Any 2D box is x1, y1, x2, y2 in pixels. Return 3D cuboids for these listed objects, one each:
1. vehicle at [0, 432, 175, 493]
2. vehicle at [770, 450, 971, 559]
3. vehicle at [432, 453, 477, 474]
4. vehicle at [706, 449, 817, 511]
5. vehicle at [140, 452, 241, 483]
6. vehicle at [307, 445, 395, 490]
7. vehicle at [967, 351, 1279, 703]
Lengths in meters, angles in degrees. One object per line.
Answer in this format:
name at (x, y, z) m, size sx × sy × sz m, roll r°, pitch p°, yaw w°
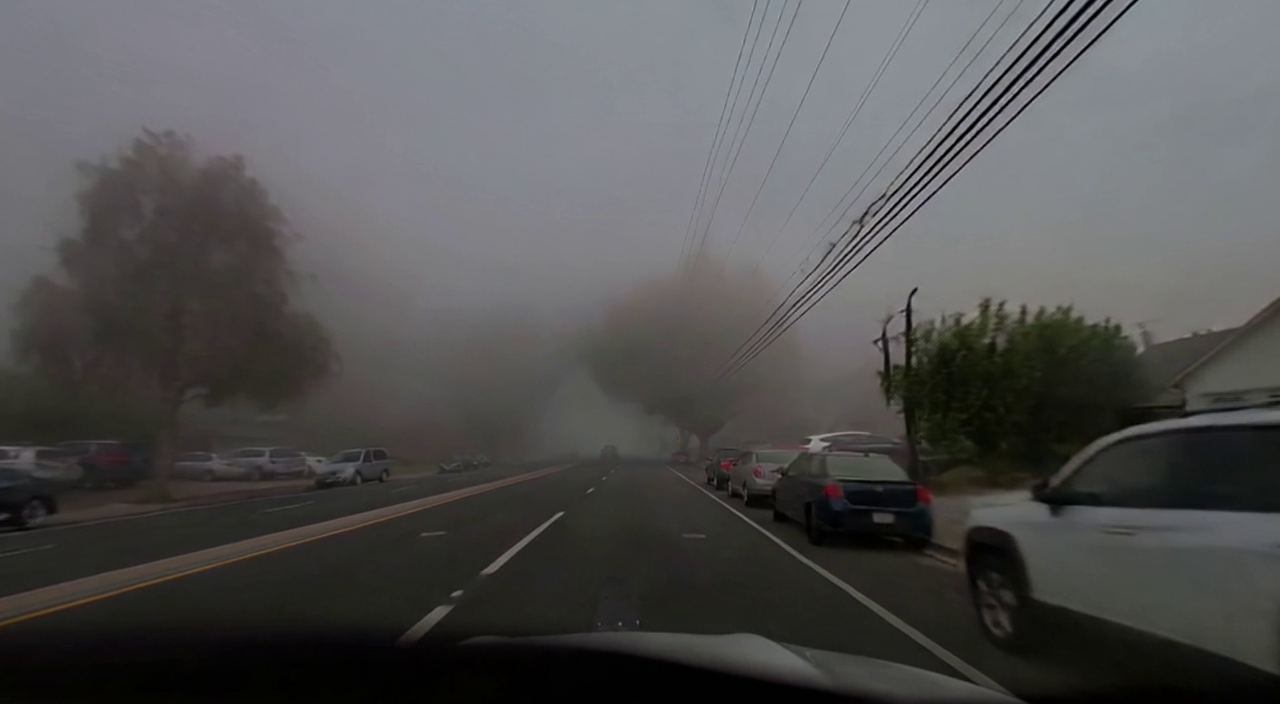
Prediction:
vehicle at (-21.906, 4.352, 24.861) m, size 5.504 × 2.069 × 2.216 m, roll -2°, pitch -9°, yaw 2°
vehicle at (3.509, 2.357, 10.661) m, size 1.818 × 1.400 × 4.640 m, roll 0°, pitch -9°, yaw 3°
vehicle at (-14.056, 8.458, 48.110) m, size 2.011 × 1.480 × 4.644 m, roll 0°, pitch -9°, yaw 0°
vehicle at (3.049, 3.320, 16.957) m, size 1.866 × 1.414 × 4.604 m, roll 1°, pitch -9°, yaw -3°
vehicle at (-22.116, 5.685, 31.190) m, size 3.692 × 1.441 × 1.625 m, roll 0°, pitch -9°, yaw -2°
vehicle at (-13.672, 5.452, 30.244) m, size 2.137 × 1.852 × 4.541 m, roll -2°, pitch -8°, yaw 0°
vehicle at (3.482, 0.871, 2.361) m, size 2.045 × 1.746 × 4.564 m, roll 0°, pitch -9°, yaw 0°
